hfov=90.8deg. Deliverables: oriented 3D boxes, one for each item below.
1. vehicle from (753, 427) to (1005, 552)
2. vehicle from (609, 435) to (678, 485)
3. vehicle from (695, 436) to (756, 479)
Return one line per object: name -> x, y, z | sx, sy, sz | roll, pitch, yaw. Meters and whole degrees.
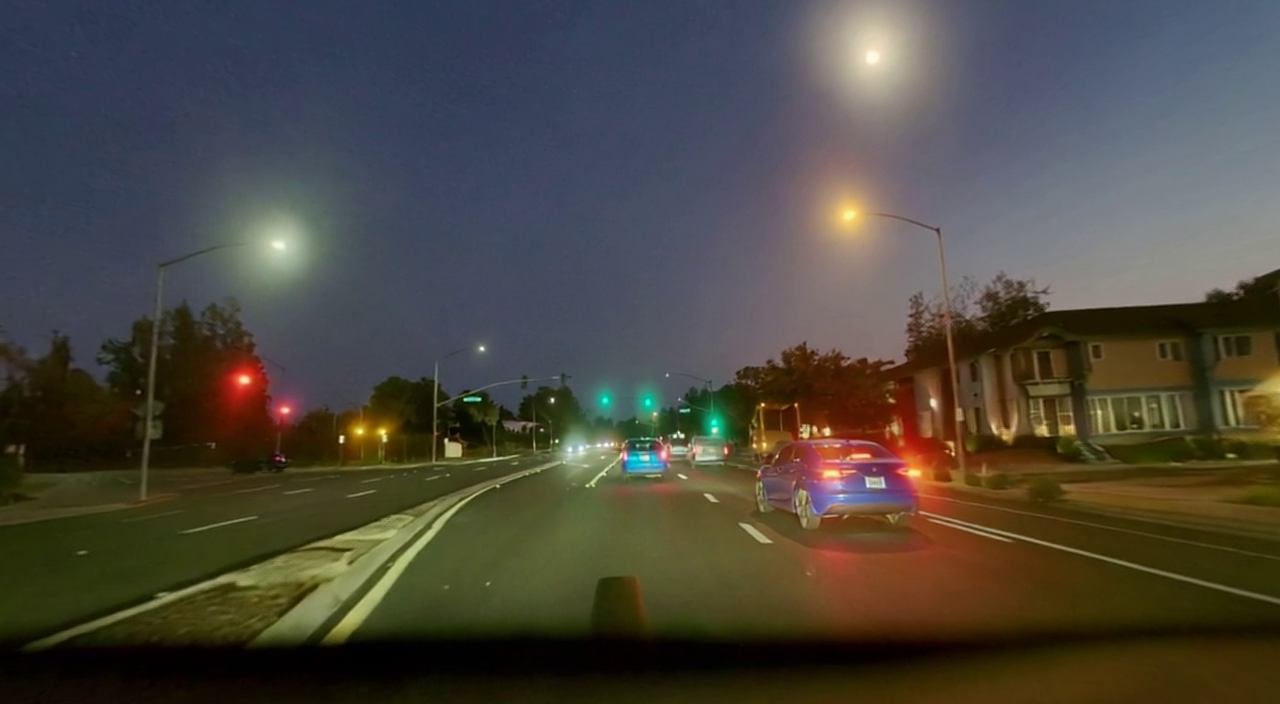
vehicle -> 3.369, 2.044, 10.151 | 2.161, 1.519, 4.568 | 0, -9, -1
vehicle -> 0.054, 3.576, 21.141 | 2.093, 1.497, 4.010 | 0, -9, -1
vehicle -> 3.261, 4.082, 24.637 | 1.775, 1.499, 3.488 | 0, -9, -2
